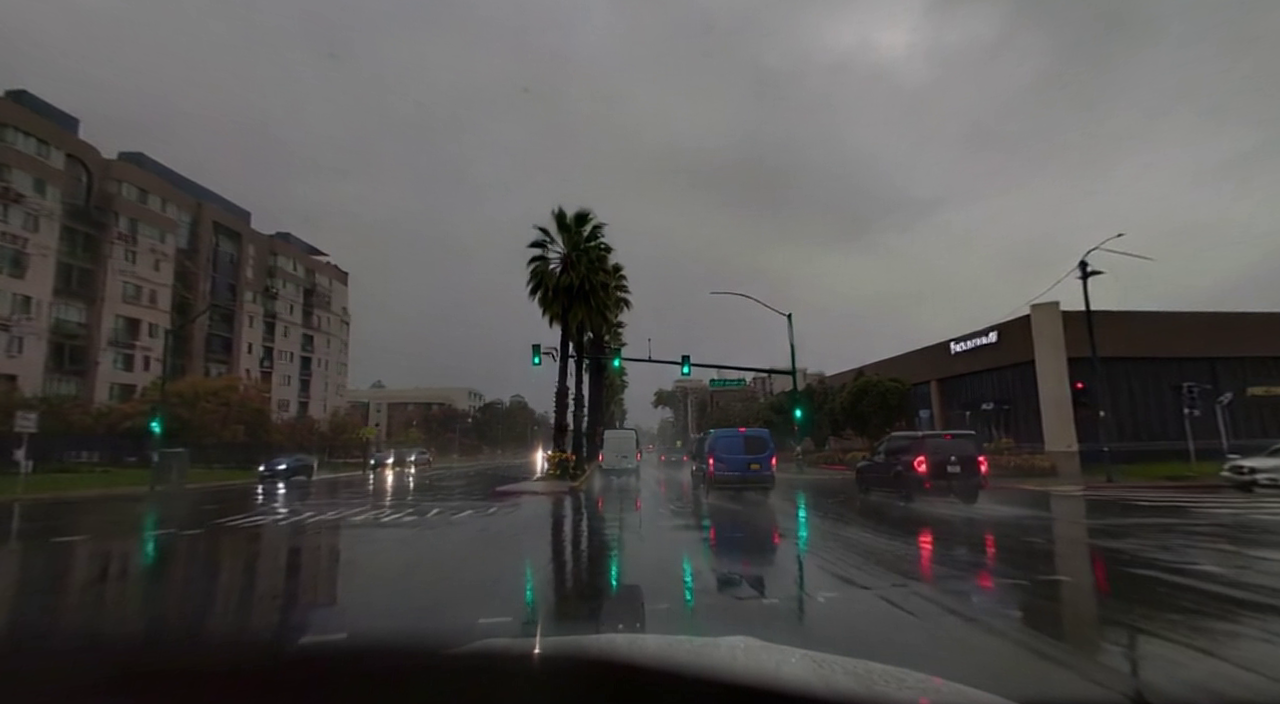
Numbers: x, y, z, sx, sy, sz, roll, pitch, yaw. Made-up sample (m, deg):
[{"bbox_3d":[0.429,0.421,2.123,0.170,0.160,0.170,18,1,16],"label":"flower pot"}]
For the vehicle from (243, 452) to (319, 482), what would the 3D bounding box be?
[{"bbox_3d":[-22.476,7.186,39.752,1.957,1.753,4.464,-1,-9,4],"label":"vehicle"}]

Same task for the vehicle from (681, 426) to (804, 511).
[{"bbox_3d":[2.411,2.907,16.294,2.200,1.847,4.618,0,-9,-3],"label":"vehicle"}]

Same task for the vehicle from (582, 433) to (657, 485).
[{"bbox_3d":[-0.872,4.527,27.066,2.848,1.991,5.706,0,-9,-2],"label":"vehicle"}]

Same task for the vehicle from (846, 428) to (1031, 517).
[{"bbox_3d":[6.797,2.777,15.091,2.023,1.771,4.488,0,-9,-3],"label":"vehicle"}]

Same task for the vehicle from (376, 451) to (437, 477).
[{"bbox_3d":[-14.387,6.871,39.162,2.067,1.435,4.558,0,-8,0],"label":"vehicle"}]
